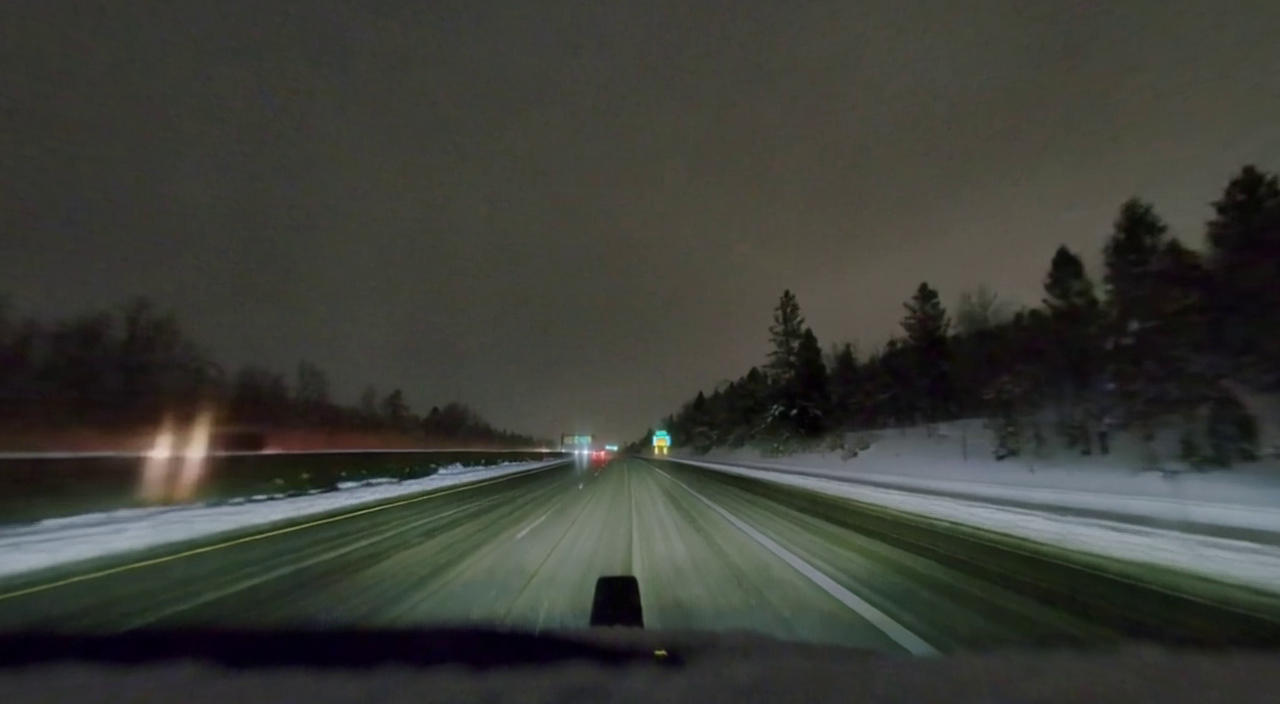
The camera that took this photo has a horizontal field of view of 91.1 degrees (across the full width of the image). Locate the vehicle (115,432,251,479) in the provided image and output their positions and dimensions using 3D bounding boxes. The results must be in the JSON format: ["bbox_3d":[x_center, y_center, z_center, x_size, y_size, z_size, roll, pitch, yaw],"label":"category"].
[{"bbox_3d":[-17.147,3.909,23.917,1.911,1.593,4.372,0,-9,-1],"label":"vehicle"}]
